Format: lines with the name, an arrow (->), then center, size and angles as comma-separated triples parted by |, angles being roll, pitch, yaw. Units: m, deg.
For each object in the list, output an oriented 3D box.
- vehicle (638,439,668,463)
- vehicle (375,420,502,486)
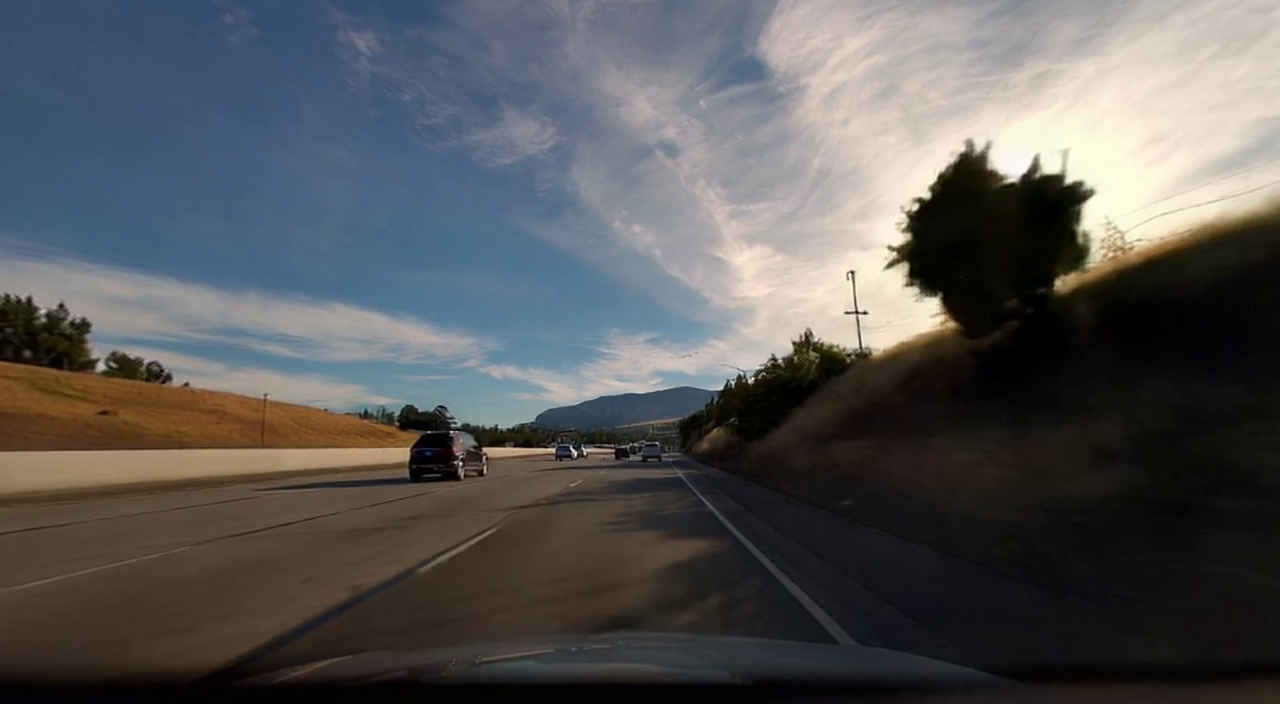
vehicle -> 0.916, 7.378, 47.142 | 2.141, 1.706, 4.065 | 0, -8, 0
vehicle -> -6.756, 3.495, 21.999 | 2.438, 1.967, 5.596 | 0, -8, 1
